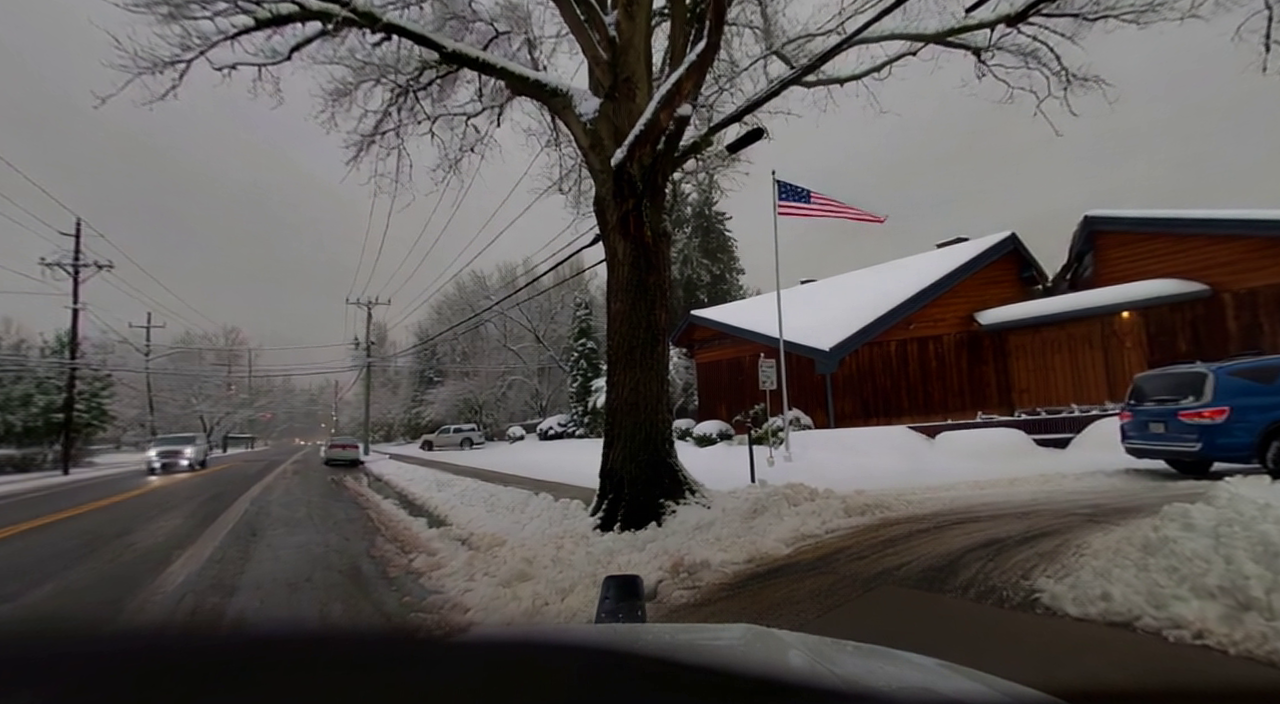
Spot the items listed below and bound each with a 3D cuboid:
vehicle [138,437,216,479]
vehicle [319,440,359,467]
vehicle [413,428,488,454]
[{"bbox_3d":[-21.771,4.982,29.912,2.086,1.798,4.511,4,-9,-25],"label":"vehicle"},{"bbox_3d":[-17.600,5.910,36.859,1.941,1.460,4.206,4,-9,-26],"label":"vehicle"},{"bbox_3d":[-13.506,6.380,45.104,4.767,1.735,1.920,4,-9,-27],"label":"vehicle"}]
